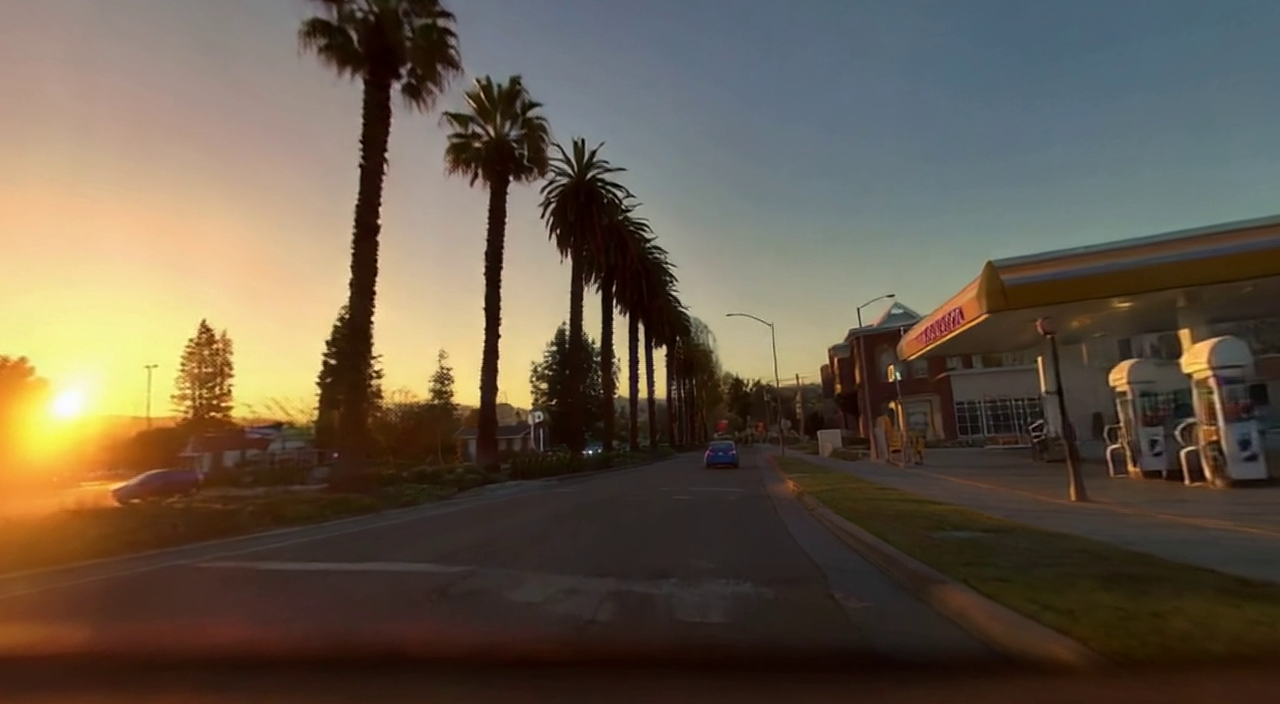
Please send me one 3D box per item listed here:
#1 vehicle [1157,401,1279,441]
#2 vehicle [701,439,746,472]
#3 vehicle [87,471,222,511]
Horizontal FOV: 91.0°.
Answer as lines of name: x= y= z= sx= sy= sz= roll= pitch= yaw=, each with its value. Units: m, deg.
vehicle: x=29.223 y=3.492 z=31.536 sx=4.513 sy=1.657 sz=2.002 roll=-6 pitch=-10 yaw=15
vehicle: x=4.329 y=5.264 z=32.156 sx=2.050 sy=1.509 sz=4.148 roll=-2 pitch=-9 yaw=10
vehicle: x=-21.219 y=6.062 z=27.799 sx=1.825 sy=1.441 sz=4.656 roll=-1 pitch=-9 yaw=9
